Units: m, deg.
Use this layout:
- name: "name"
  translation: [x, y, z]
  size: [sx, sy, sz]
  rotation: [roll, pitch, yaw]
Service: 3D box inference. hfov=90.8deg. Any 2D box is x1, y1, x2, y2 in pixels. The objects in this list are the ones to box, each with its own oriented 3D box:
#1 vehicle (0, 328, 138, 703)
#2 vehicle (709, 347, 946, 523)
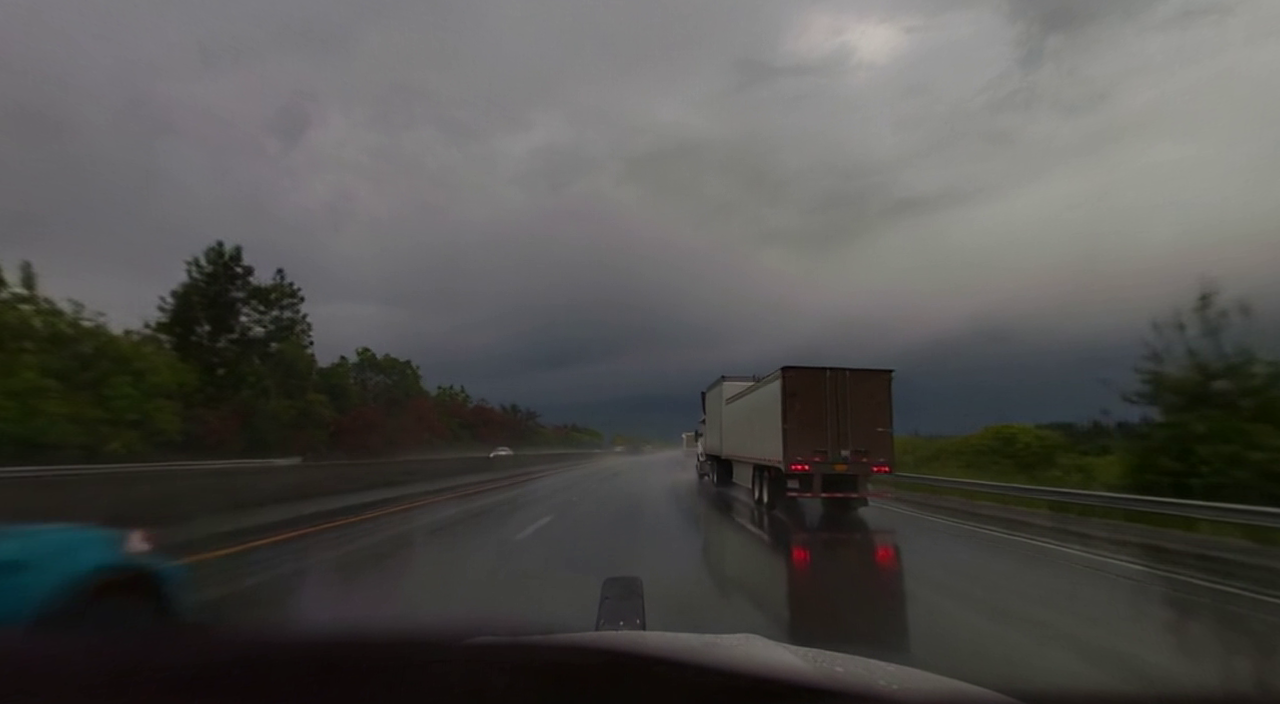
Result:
- name: "vehicle"
  translation: [-3.430, 0.504, 0.565]
  size: [2.297, 1.683, 4.385]
  rotation: [0, -9, 0]
- name: "vehicle"
  translation: [4.386, 2.682, 19.268]
  size: [2.868, 3.427, 14.032]
  rotation: [0, -9, 0]
